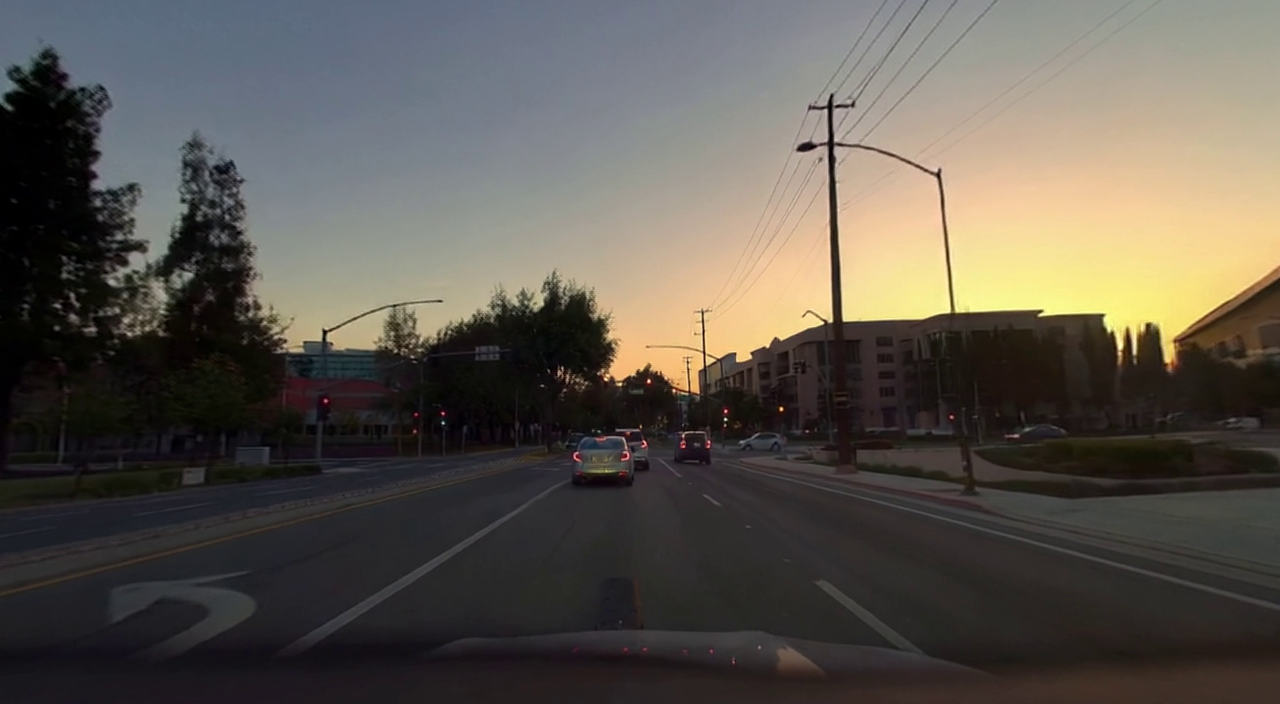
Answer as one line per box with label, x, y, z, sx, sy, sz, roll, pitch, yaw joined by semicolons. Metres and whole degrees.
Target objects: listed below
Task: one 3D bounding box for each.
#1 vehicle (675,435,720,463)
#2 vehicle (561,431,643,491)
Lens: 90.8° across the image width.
vehicle;3.200;5.478;35.889;1.945;1.470;4.363;0;-8;-3
vehicle;-0.969;3.056;18.042;2.075;1.470;3.962;0;-8;0
